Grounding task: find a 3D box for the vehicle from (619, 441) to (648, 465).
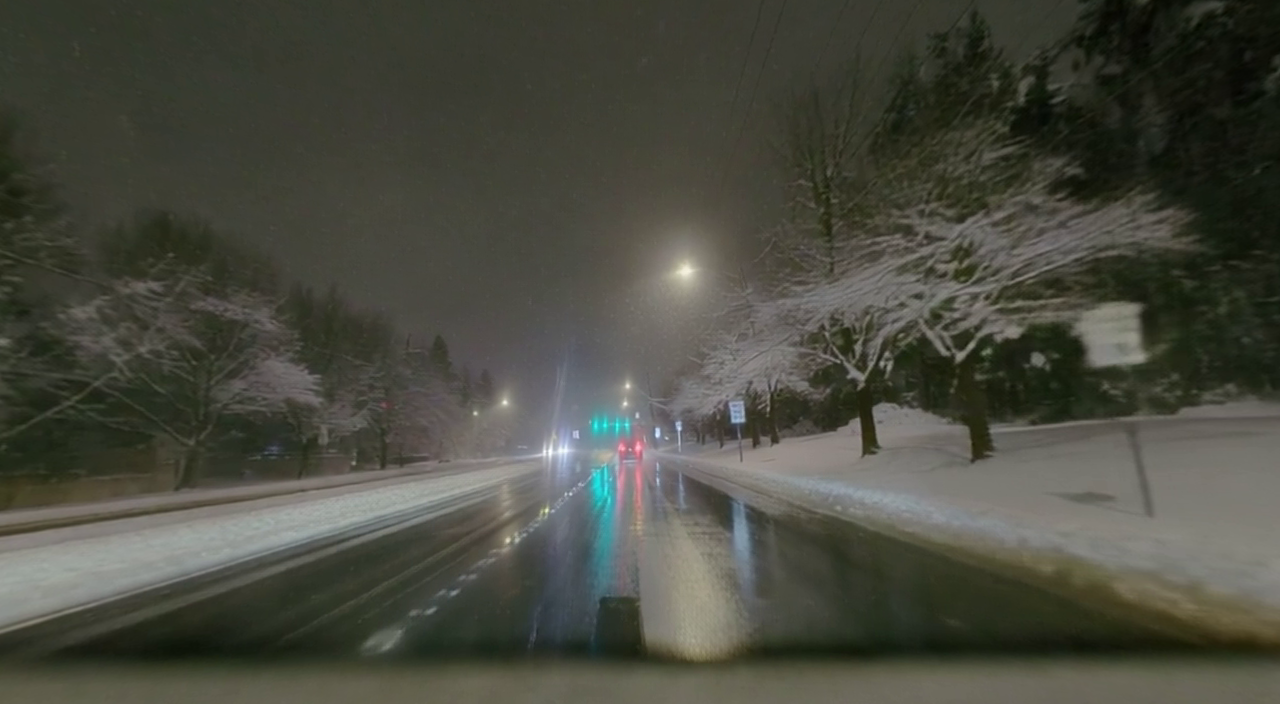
[{"bbox_3d":[-0.483,7.341,45.960,2.045,1.613,4.210,0,-8,-1],"label":"vehicle"}]
